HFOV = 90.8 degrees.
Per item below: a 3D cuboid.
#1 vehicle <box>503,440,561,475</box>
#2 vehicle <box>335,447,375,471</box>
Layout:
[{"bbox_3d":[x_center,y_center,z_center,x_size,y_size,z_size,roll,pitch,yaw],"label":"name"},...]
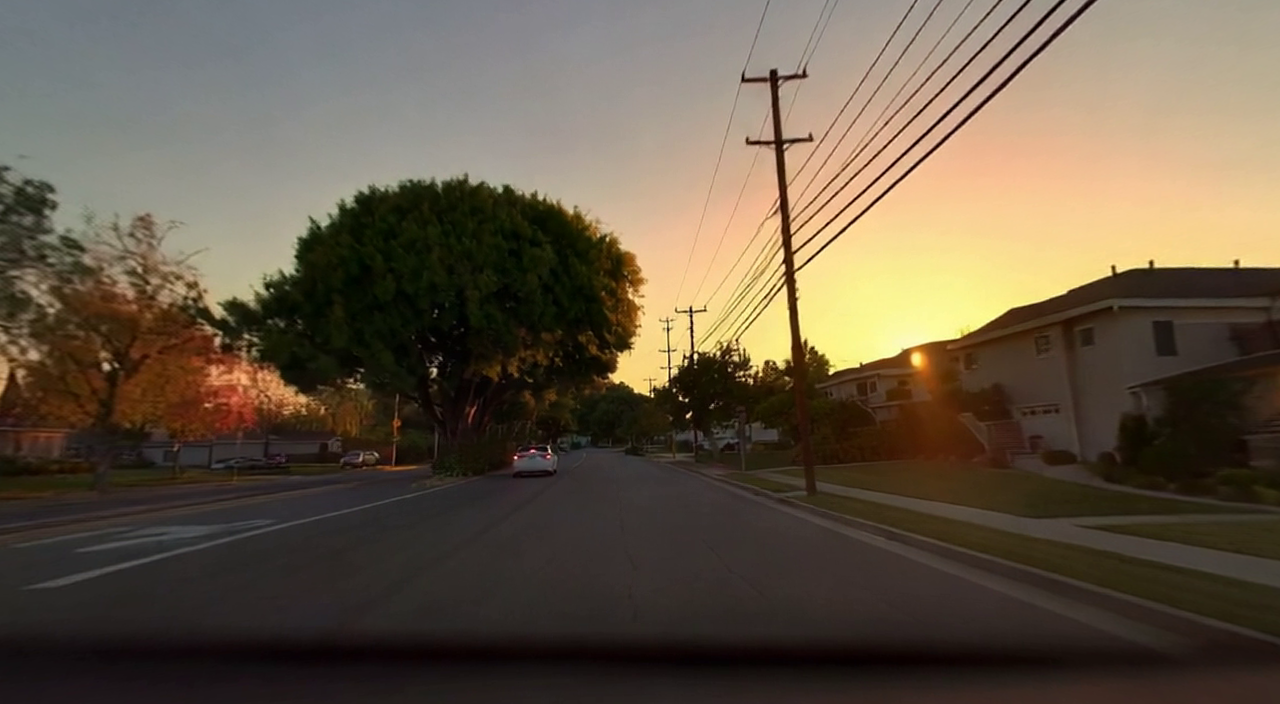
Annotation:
[{"bbox_3d":[-4.898,4.844,29.326,2.041,1.471,4.602,0,-8,-2],"label":"vehicle"},{"bbox_3d":[-21.673,8.050,47.893,2.223,1.673,4.608,5,-10,-30],"label":"vehicle"}]
